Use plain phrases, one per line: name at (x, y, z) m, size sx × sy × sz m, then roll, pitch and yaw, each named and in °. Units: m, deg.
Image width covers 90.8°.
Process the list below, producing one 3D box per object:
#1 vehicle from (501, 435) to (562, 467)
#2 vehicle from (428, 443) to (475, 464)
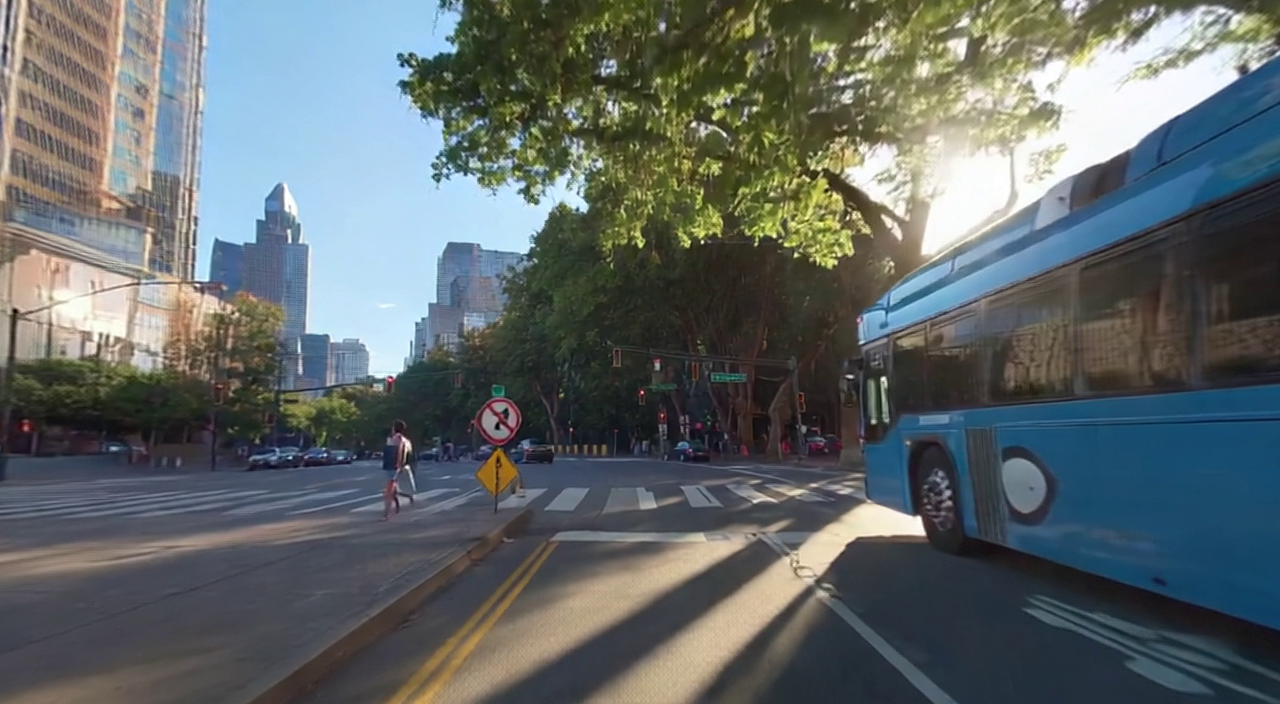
vehicle at (-5.842, 5.231, 33.570) m, size 2.123 × 1.544 × 4.158 m, roll 4°, pitch -9°, yaw -25°
vehicle at (-13.859, 7.416, 46.404) m, size 2.036 × 1.467 × 3.979 m, roll 6°, pitch -10°, yaw -36°
